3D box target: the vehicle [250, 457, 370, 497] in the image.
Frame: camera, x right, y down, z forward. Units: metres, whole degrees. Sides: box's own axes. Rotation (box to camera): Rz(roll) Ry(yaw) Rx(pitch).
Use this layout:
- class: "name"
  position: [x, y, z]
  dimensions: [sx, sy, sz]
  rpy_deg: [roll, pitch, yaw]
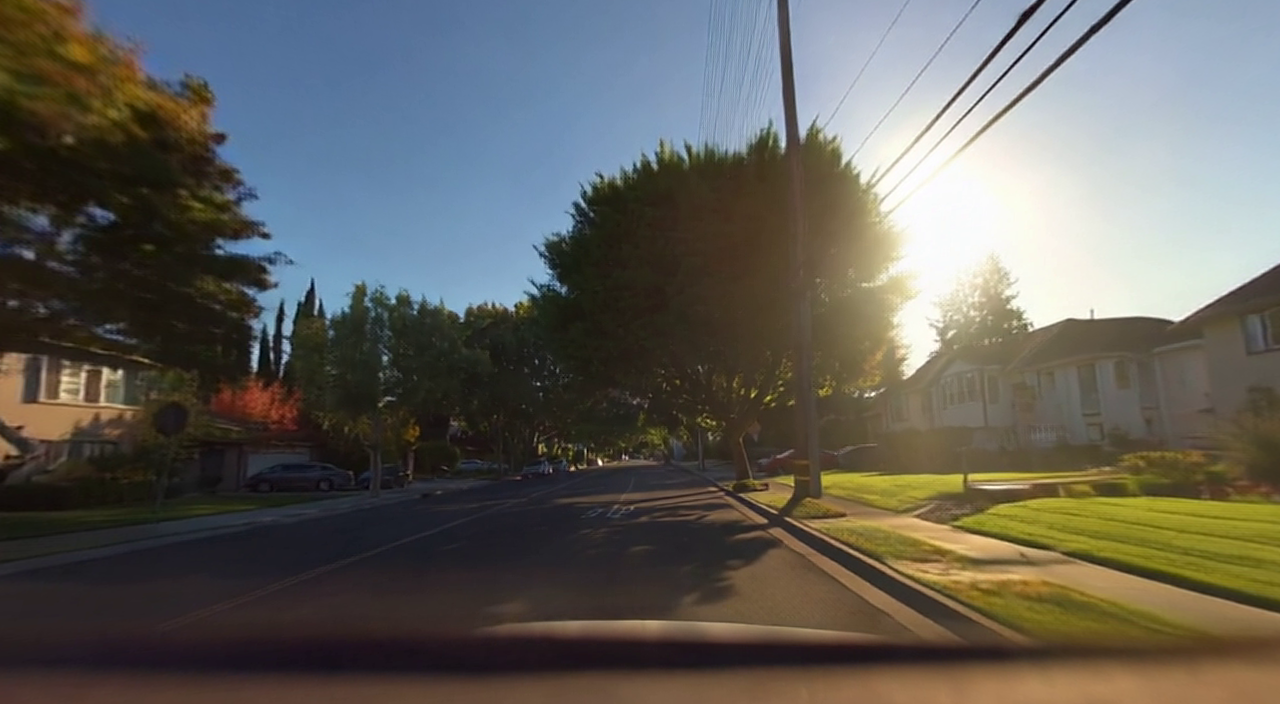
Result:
- class: "vehicle"
  position: [-15.147, 5.705, 29.091]
  dimensions: [4.500, 1.714, 1.924]
  rpy_deg: [-1, -9, 7]

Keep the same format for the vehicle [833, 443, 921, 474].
- class: "vehicle"
  position: [13.021, 5.876, 34.890]
  dimensions: [4.122, 1.610, 1.888]
  rpy_deg: [0, -9, 2]

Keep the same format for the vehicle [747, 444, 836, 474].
- class: "vehicle"
  position: [9.366, 6.678, 39.407]
  dimensions: [4.952, 1.775, 2.089]
  rpy_deg: [0, -9, 0]

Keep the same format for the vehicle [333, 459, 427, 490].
- class: "vehicle"
  position: [-14.232, 6.688, 34.711]
  dimensions: [4.260, 1.588, 1.927]
  rpy_deg: [-1, -9, 6]
